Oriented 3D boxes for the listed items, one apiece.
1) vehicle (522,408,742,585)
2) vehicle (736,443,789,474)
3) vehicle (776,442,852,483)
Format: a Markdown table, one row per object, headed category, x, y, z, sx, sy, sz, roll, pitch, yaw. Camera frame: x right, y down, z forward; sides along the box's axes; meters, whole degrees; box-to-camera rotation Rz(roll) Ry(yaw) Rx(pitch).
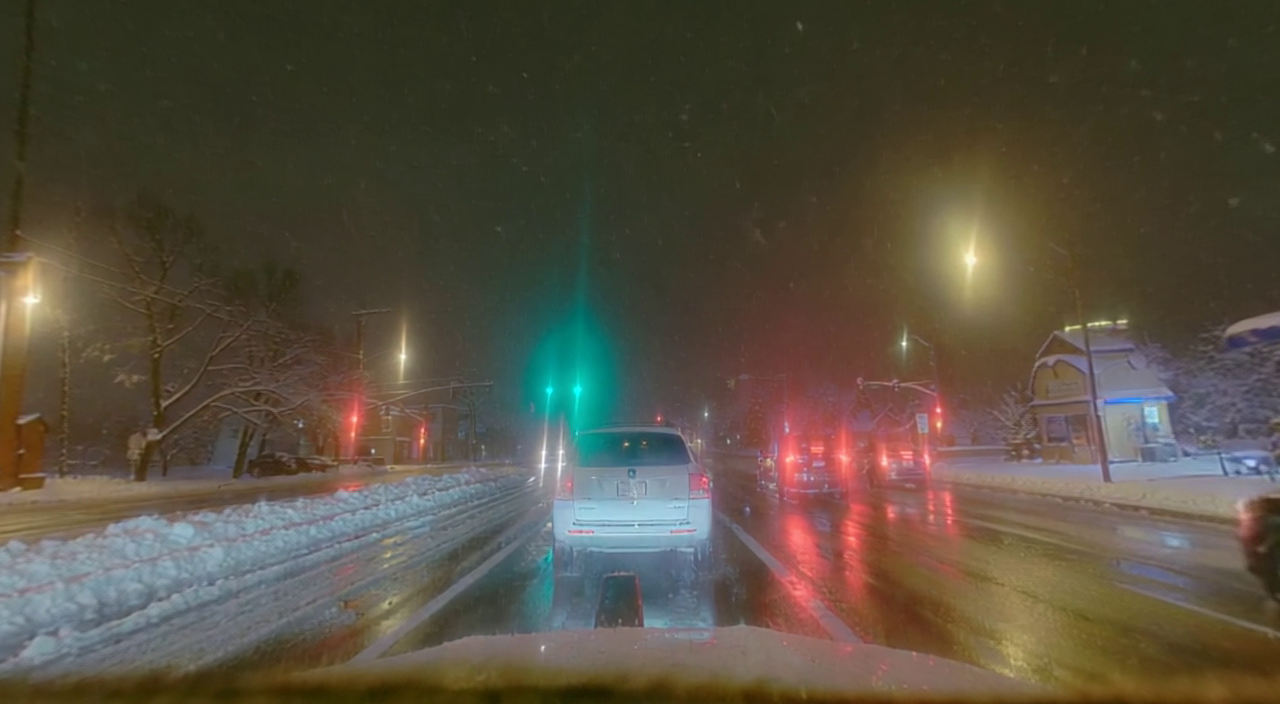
| category | x | y | z | sx | sy | sz | roll | pitch | yaw |
| --- | --- | --- | --- | --- | --- | --- | --- | --- | --- |
| vehicle | -0.062 | 1.694 | 8.122 | 2.115 | 1.700 | 3.901 | 0 | -8 | 1 |
| vehicle | 6.259 | 5.457 | 32.638 | 1.961 | 1.477 | 4.454 | 0 | -9 | 2 |
| vehicle | 6.854 | 4.380 | 25.274 | 1.833 | 1.452 | 4.237 | 0 | -9 | 0 |
